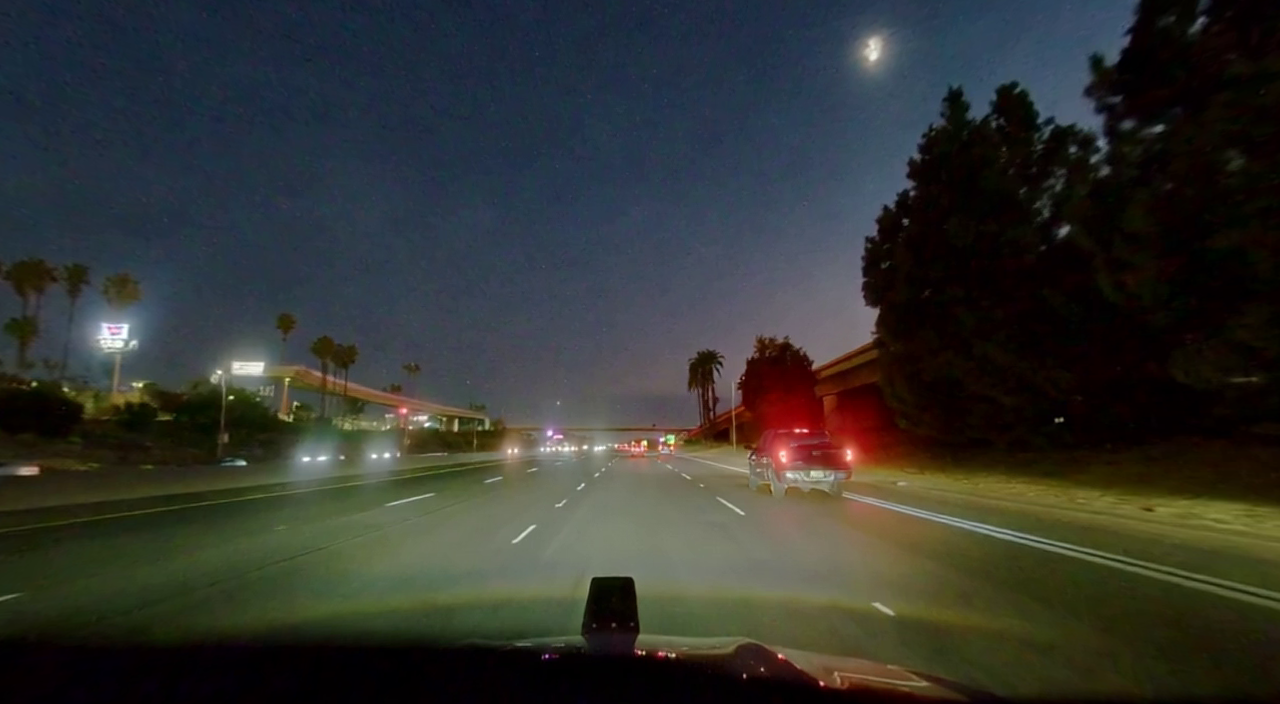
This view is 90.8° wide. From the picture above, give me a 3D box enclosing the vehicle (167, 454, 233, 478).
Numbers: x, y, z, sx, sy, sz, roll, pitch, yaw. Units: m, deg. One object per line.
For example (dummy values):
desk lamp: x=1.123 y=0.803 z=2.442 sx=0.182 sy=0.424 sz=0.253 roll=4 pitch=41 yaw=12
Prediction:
vehicle: x=-33.807 y=8.746 z=48.693 sx=1.839 sy=1.615 sz=4.492 roll=0 pitch=-8 yaw=-1
